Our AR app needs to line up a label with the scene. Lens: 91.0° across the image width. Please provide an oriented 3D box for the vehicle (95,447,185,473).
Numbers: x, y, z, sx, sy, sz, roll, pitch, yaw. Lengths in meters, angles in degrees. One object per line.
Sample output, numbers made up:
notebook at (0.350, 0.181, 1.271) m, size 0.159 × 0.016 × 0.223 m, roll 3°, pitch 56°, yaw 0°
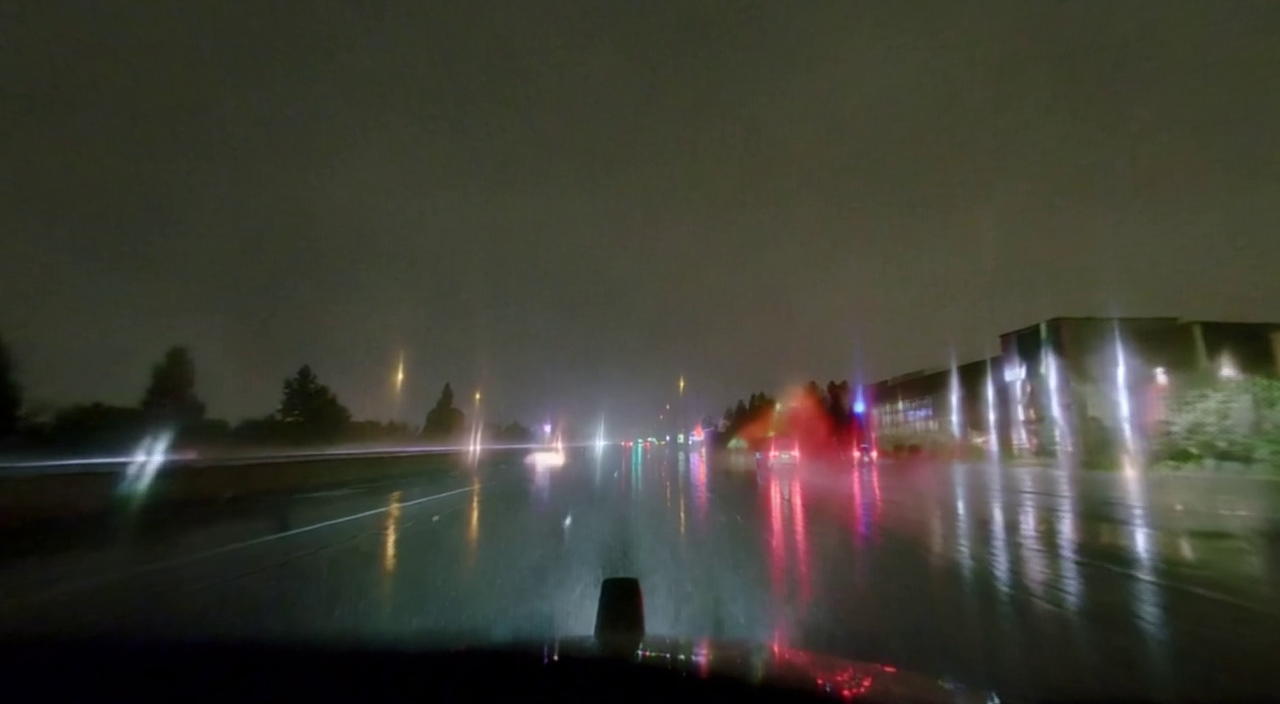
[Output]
vehicle at (-32.087, 6.921, 40.577) m, size 1.880 × 1.501 × 4.689 m, roll 0°, pitch -8°, yaw 1°
